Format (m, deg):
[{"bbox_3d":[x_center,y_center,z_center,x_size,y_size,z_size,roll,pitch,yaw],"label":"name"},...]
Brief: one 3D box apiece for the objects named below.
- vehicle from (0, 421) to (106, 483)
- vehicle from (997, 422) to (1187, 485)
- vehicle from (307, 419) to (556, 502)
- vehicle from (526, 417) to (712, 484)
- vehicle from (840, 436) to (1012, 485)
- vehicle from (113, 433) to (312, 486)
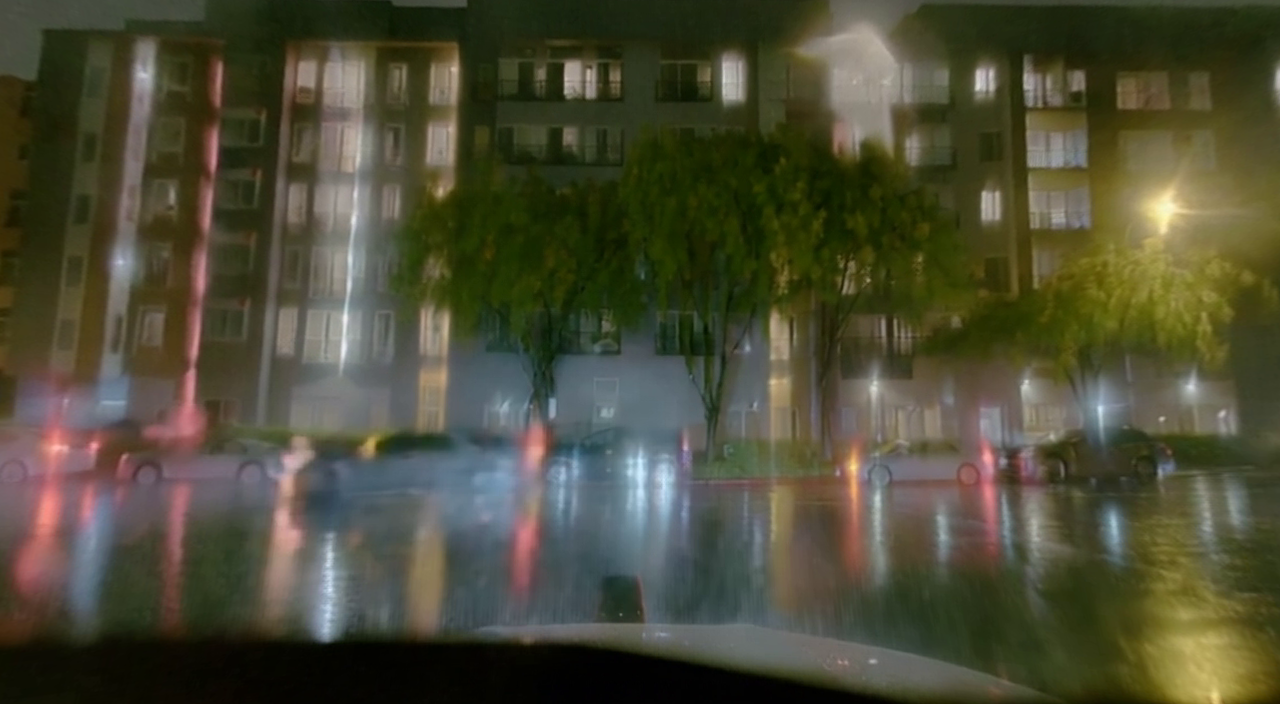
[{"bbox_3d":[-18.236,2.812,17.786,4.426,1.641,1.889,1,-9,-7],"label":"vehicle"},{"bbox_3d":[14.239,3.188,20.093,4.544,1.780,1.966,0,-7,-3],"label":"vehicle"},{"bbox_3d":[-4.010,2.173,12.848,4.396,1.501,1.955,0,-9,-4],"label":"vehicle"},{"bbox_3d":[-0.680,2.977,19.035,5.299,1.860,2.098,1,-10,-7],"label":"vehicle"},{"bbox_3d":[8.712,3.297,19.460,4.521,1.411,1.726,1,-7,-5],"label":"vehicle"},{"bbox_3d":[-12.179,3.077,18.258,4.336,1.438,1.776,1,-8,-5],"label":"vehicle"}]
